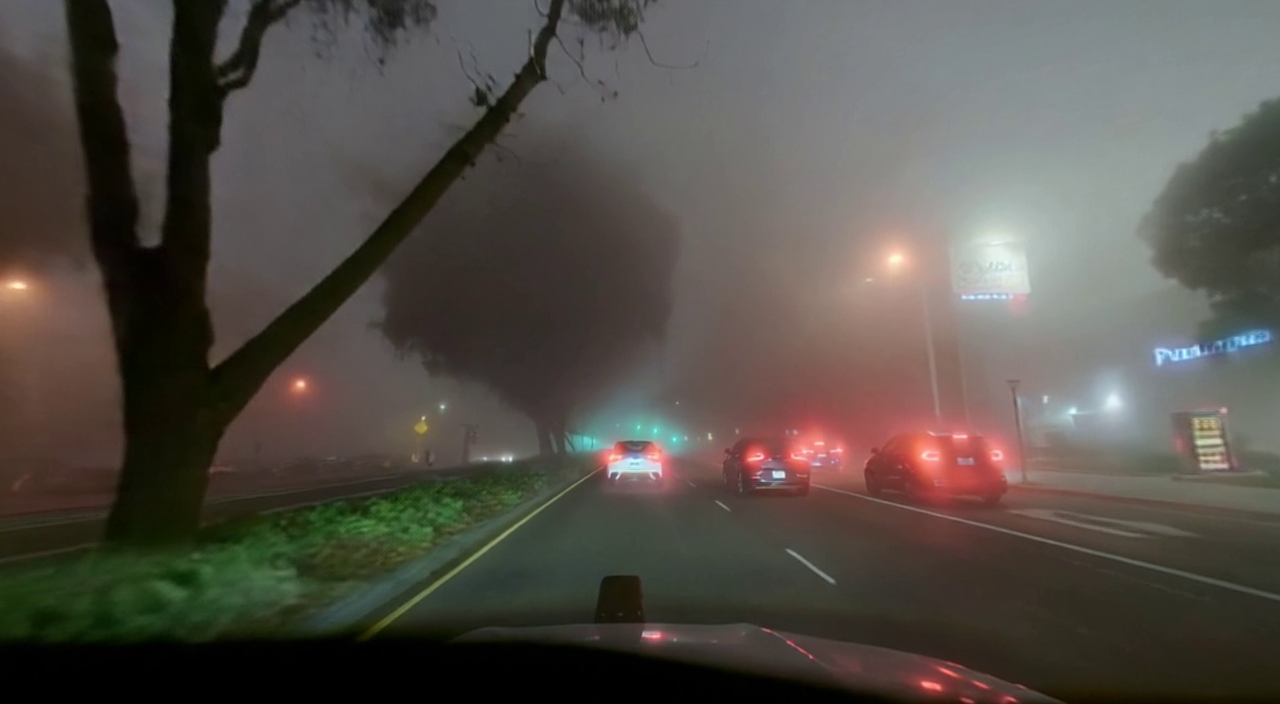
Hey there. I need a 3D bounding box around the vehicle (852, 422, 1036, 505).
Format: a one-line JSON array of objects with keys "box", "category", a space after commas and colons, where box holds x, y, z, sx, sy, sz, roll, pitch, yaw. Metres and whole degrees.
[{"box": [7.186, 2.701, 15.664, 2.052, 1.708, 4.842, 0, -9, -1], "category": "vehicle"}]

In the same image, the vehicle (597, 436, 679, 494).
[{"box": [-0.091, 3.186, 18.227, 2.101, 1.444, 4.248, 0, -9, -1], "category": "vehicle"}]

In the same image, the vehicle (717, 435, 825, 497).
[{"box": [3.431, 3.068, 17.383, 1.993, 1.477, 4.240, 0, -9, -1], "category": "vehicle"}]
